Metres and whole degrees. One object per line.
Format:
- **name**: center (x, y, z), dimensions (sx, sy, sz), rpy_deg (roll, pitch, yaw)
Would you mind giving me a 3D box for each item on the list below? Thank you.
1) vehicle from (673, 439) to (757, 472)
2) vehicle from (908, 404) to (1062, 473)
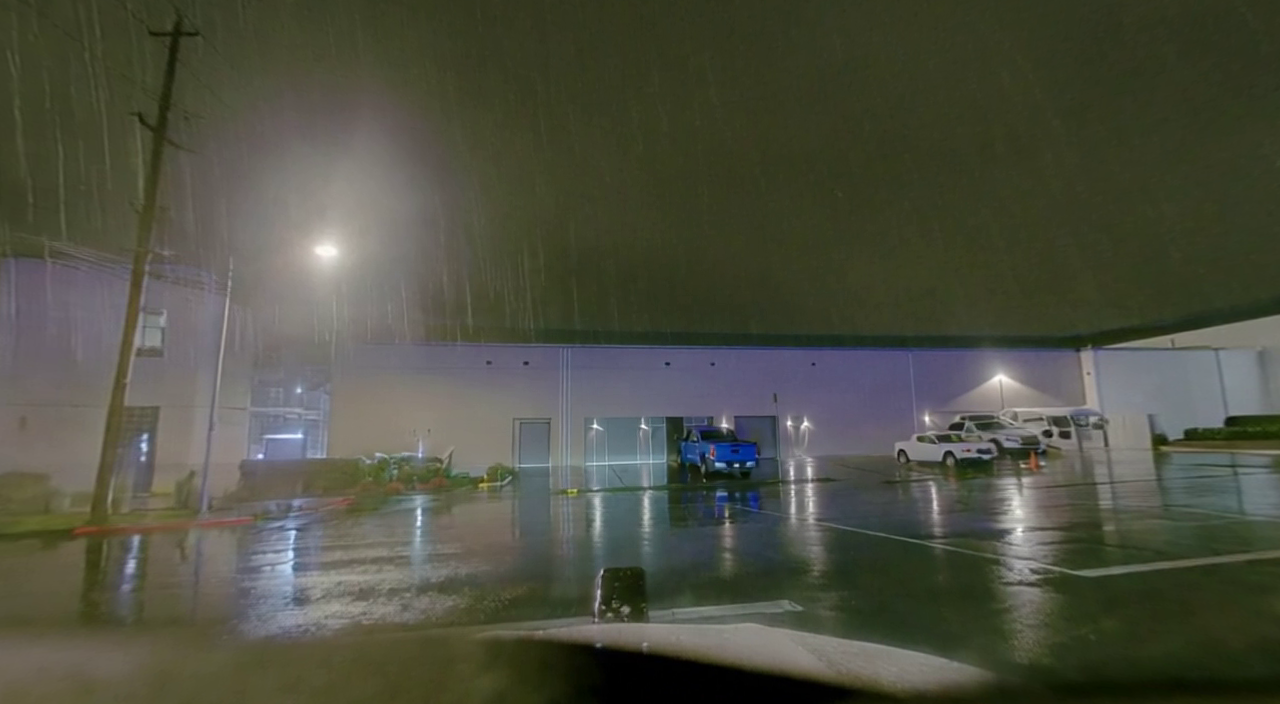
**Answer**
- **vehicle**: center (4.893, 6.815, 41.659), dimensions (5.207, 2.103, 1.997), rpy_deg (0, -8, -4)
- **vehicle**: center (17.468, 4.433, 32.117), dimensions (6.271, 3.004, 2.298), rpy_deg (-3, -10, -5)
